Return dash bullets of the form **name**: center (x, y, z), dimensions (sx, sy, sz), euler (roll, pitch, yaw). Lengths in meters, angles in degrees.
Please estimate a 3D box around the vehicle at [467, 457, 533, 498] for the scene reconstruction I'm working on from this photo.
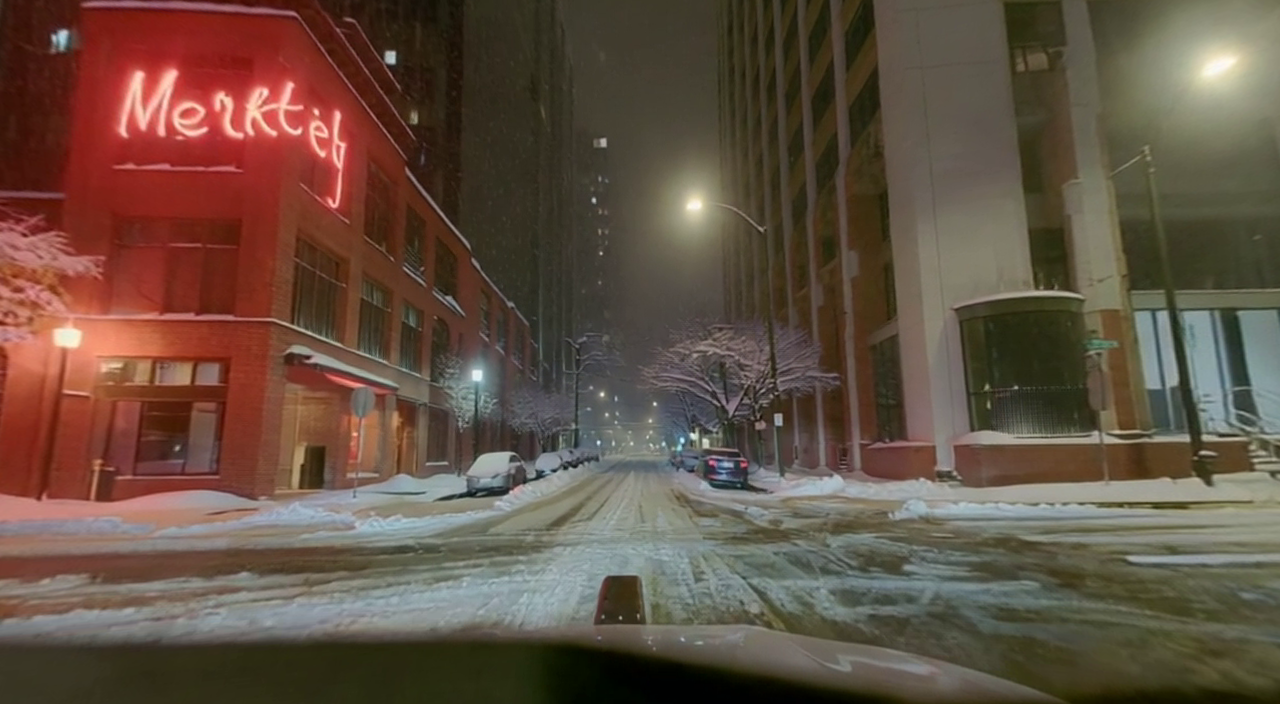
- **vehicle**: center (-5.527, 4.980, 25.397), dimensions (1.864, 1.447, 3.887), euler (0, -8, -2)

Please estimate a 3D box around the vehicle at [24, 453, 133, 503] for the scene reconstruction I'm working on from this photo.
- **vehicle**: center (-27.969, 6.253, 31.652), dimensions (1.665, 1.432, 4.120), euler (9, 0, -1)

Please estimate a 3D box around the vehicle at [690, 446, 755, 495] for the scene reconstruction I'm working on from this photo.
- **vehicle**: center (3.039, 4.449, 24.191), dimensions (1.917, 1.680, 4.500), euler (0, -8, 0)
